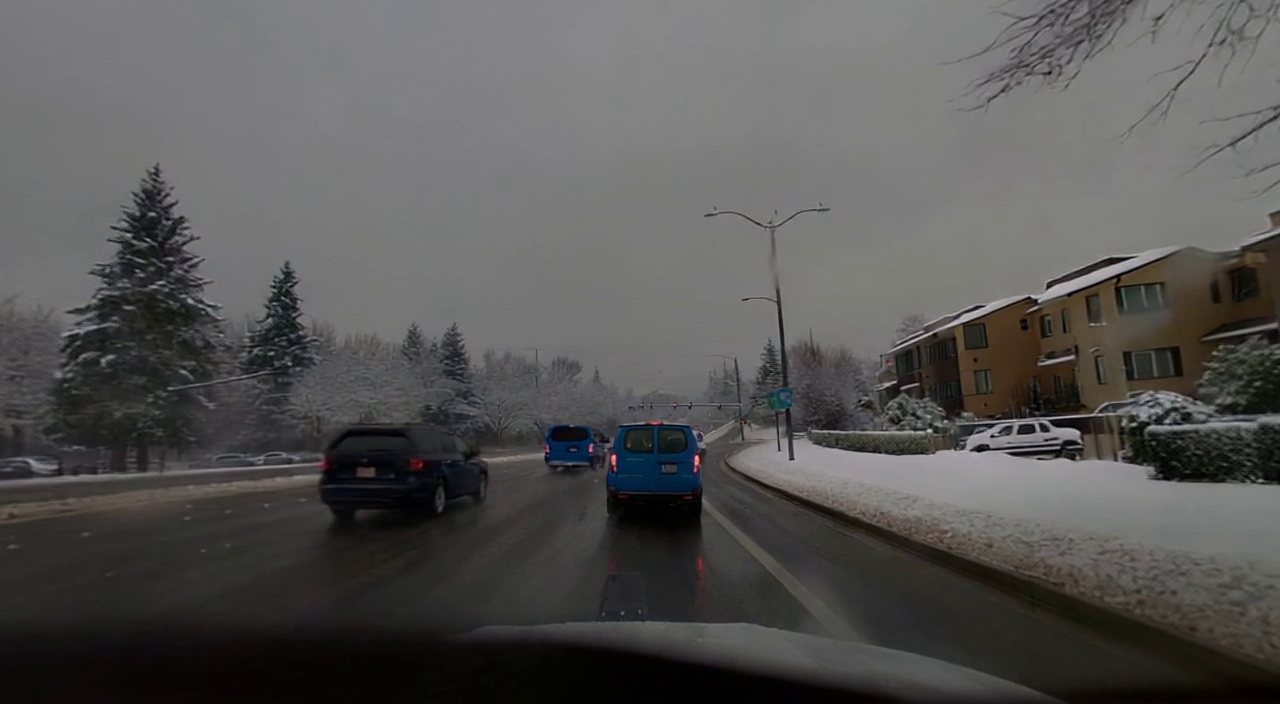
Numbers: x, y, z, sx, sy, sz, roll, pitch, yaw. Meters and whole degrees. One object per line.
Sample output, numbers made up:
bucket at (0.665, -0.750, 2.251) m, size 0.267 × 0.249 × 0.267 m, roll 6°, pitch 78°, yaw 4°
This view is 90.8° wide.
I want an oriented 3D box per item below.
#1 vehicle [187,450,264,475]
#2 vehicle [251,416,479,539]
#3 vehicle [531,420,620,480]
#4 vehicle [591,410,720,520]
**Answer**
vehicle at (-32.641, 8.664, 49.935) m, size 1.977 × 1.788 × 4.978 m, roll -2°, pitch -9°, yaw 13°
vehicle at (-4.484, 2.119, 11.341) m, size 2.116 × 1.714 × 4.757 m, roll 0°, pitch -9°, yaw -3°
vehicle at (-2.352, 3.837, 24.944) m, size 2.486 × 2.074 × 5.456 m, roll -1°, pitch -9°, yaw 5°
vehicle at (0.316, 2.223, 12.825) m, size 2.173 × 1.830 × 4.189 m, roll 0°, pitch -9°, yaw 2°
